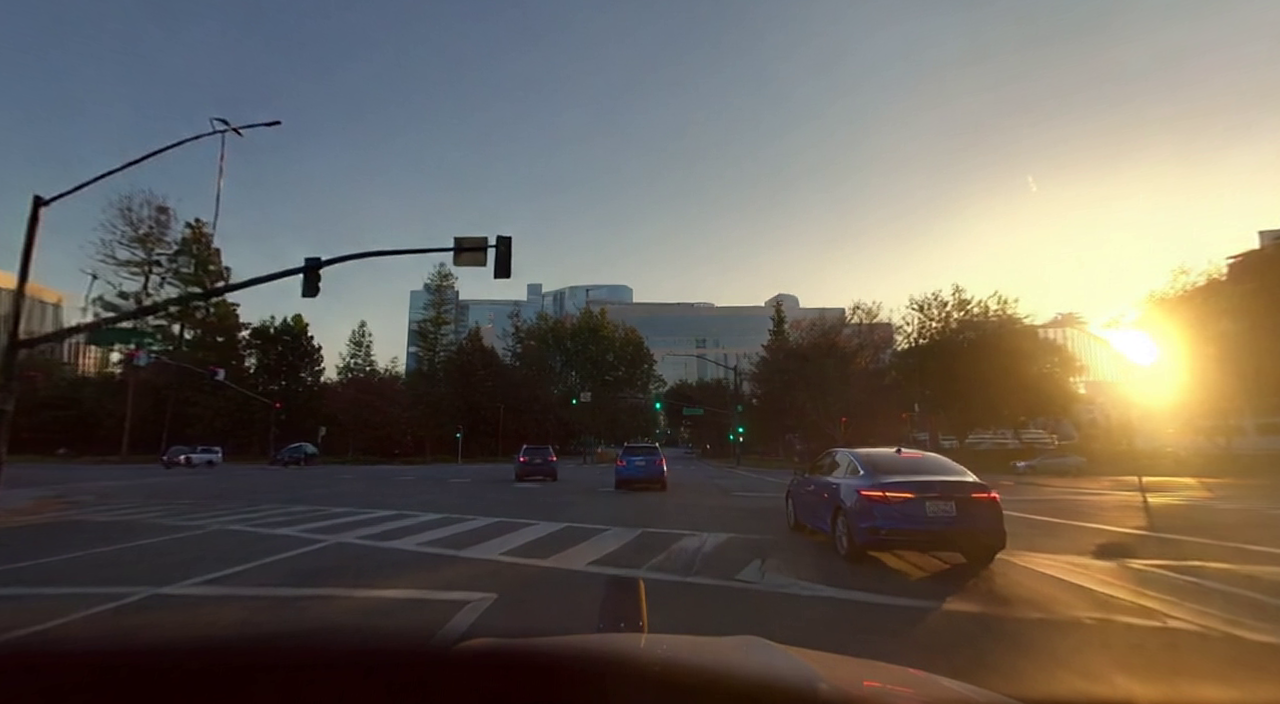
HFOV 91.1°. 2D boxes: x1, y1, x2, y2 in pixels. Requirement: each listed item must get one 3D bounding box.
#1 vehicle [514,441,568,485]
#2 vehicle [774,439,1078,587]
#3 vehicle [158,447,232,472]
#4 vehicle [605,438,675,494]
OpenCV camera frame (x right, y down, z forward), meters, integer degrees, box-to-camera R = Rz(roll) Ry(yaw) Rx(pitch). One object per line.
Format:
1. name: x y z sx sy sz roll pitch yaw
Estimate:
1. vehicle: -4.048 4.448 25.517 1.987 1.633 4.005 2 -8 -10
2. vehicle: 3.360 1.952 8.622 2.056 1.468 4.520 0 -8 0
3. vehicle: -31.392 7.549 44.305 4.422 1.605 1.955 -3 -9 20
4. vehicle: -0.003 3.750 21.098 2.108 1.654 4.235 0 -8 0
